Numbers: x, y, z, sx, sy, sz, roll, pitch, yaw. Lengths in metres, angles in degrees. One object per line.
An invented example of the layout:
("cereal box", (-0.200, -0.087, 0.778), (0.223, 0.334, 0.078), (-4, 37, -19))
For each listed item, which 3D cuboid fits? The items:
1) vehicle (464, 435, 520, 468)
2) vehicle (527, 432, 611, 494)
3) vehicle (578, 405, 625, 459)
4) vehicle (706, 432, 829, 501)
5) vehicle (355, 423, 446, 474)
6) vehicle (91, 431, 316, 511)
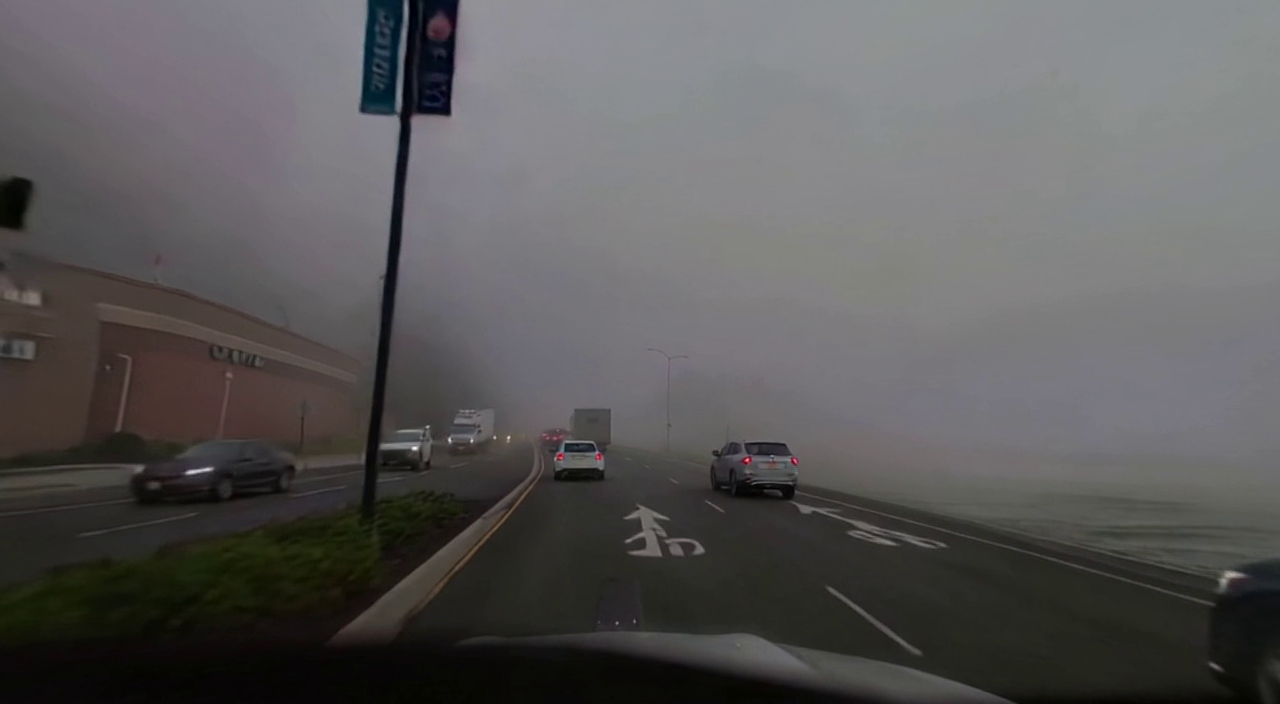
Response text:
("vehicle", (-7.366, 4.952, 31.754), (2.026, 1.520, 4.475), (1, -8, -4))
("vehicle", (-1.931, 2.933, 17.010), (1.991, 1.472, 3.518), (1, -8, -7))
("vehicle", (-2.855, 5.742, 45.002), (2.917, 3.482, 6.946), (1, -8, -7))
("vehicle", (2.970, 2.747, 15.592), (1.889, 1.480, 3.876), (1, -8, -5))
("vehicle", (-10.343, 4.204, 27.709), (2.165, 1.966, 5.251), (1, -8, -3))
("vehicle", (-9.401, 2.556, 14.157), (1.993, 1.482, 4.420), (1, -8, -2))
